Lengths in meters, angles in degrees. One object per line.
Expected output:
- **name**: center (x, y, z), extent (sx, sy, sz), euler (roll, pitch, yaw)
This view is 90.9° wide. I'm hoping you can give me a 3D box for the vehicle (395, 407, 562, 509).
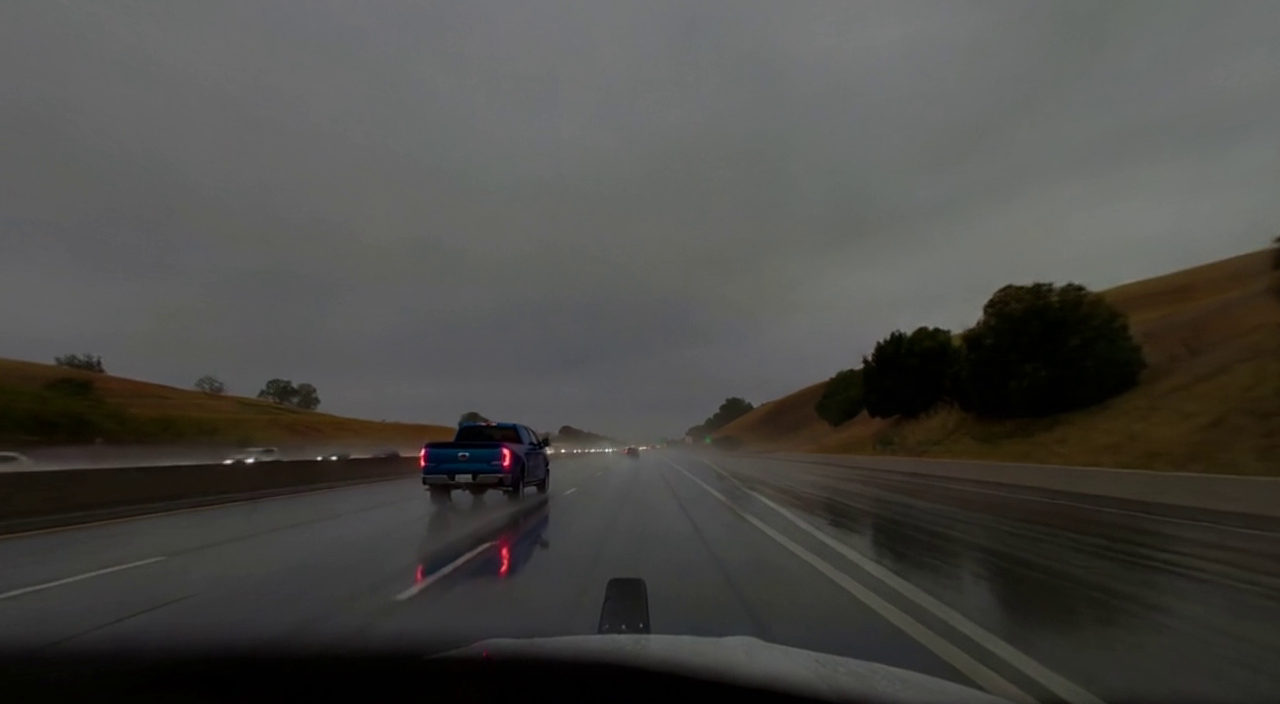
- **vehicle**: center (-3.712, 2.638, 16.131), extent (2.601, 2.084, 6.068), euler (0, -8, 0)
